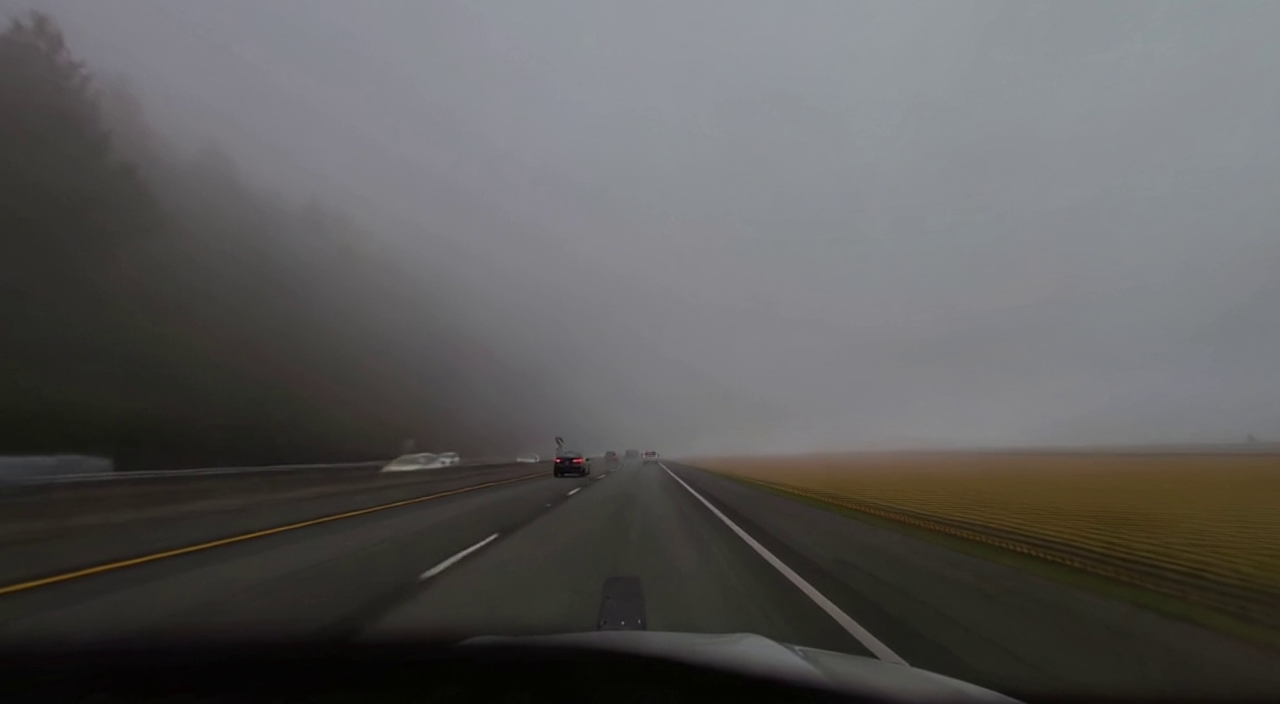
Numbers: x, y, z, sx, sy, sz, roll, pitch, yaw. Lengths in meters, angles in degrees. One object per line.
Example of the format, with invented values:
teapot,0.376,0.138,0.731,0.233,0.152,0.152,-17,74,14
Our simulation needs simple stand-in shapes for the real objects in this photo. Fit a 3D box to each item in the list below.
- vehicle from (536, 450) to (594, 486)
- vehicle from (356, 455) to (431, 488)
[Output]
vehicle,-3.238,5.118,28.064,1.970,1.483,4.097,-1,-9,1
vehicle,-12.143,5.881,31.385,1.931,1.490,4.511,0,-9,0
